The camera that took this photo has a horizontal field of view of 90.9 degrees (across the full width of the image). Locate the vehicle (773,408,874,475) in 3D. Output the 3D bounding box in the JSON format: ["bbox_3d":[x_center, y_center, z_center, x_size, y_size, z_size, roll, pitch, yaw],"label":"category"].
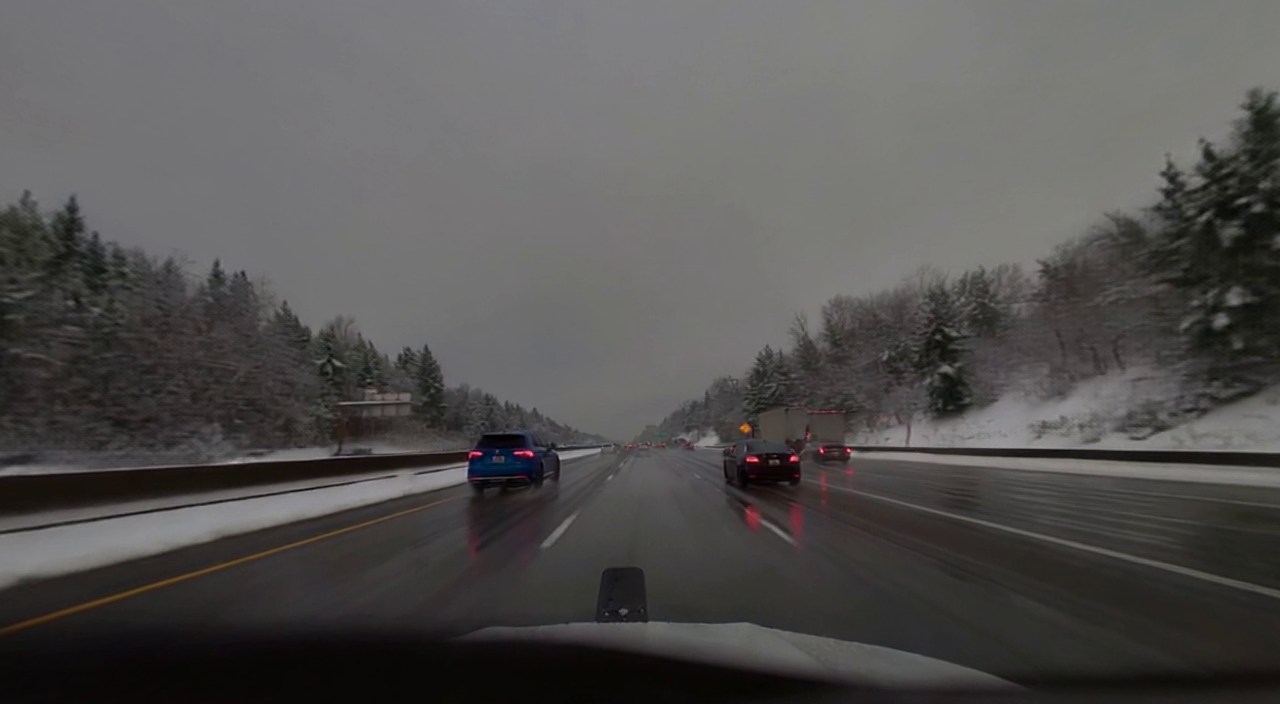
[{"bbox_3d":[7.800,3.893,27.448,2.729,2.628,4.875,0,-9,-2],"label":"vehicle"}]

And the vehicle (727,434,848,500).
[{"bbox_3d":[3.705,3.000,16.830,2.080,1.493,4.674,0,-9,0],"label":"vehicle"}]

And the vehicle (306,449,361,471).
[{"bbox_3d":[-22.588,7.943,46.682,1.840,1.492,4.423,0,-9,1],"label":"vehicle"}]

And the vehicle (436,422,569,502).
[{"bbox_3d":[-3.381,2.867,16.790,2.218,1.764,5.229,0,-9,2],"label":"vehicle"}]
